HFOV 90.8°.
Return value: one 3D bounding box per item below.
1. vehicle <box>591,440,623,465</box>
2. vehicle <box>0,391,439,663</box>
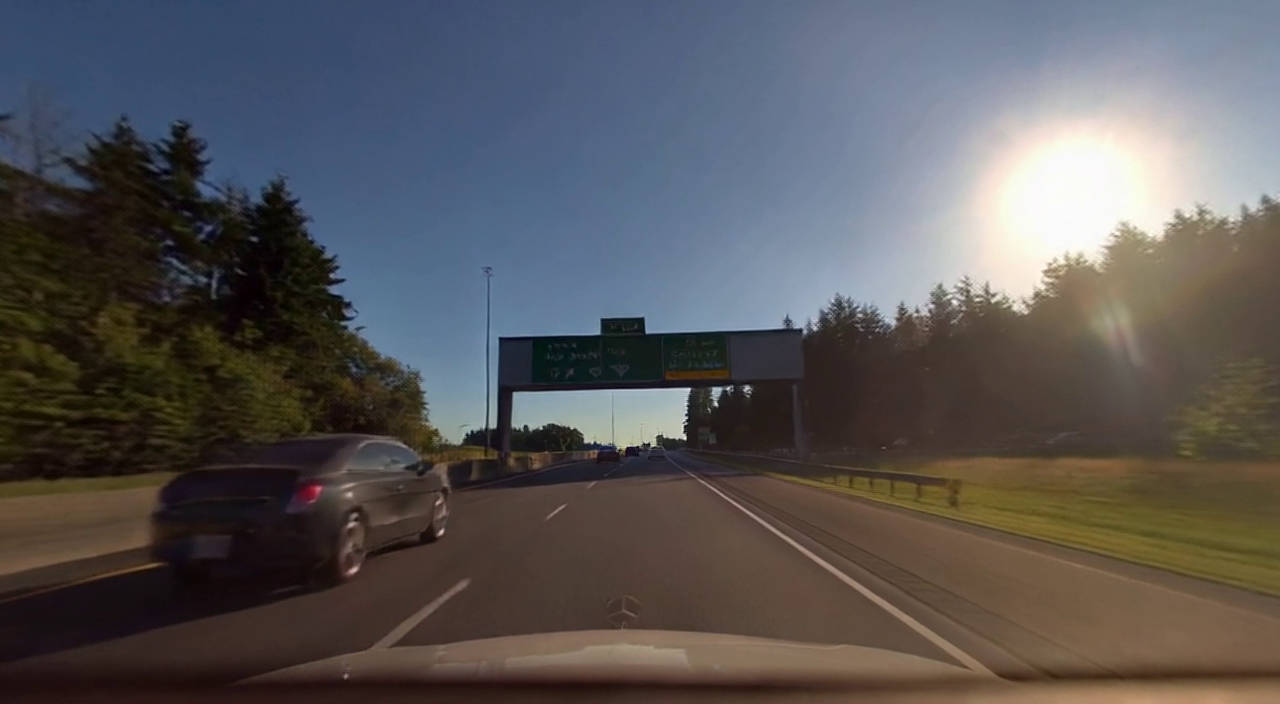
[{"bbox_3d":[-2.545,7.866,49.315,2.143,1.853,4.123,0,-9,2],"label":"vehicle"},{"bbox_3d":[-3.680,1.380,6.038,2.037,1.638,4.274,0,-9,1],"label":"vehicle"}]
